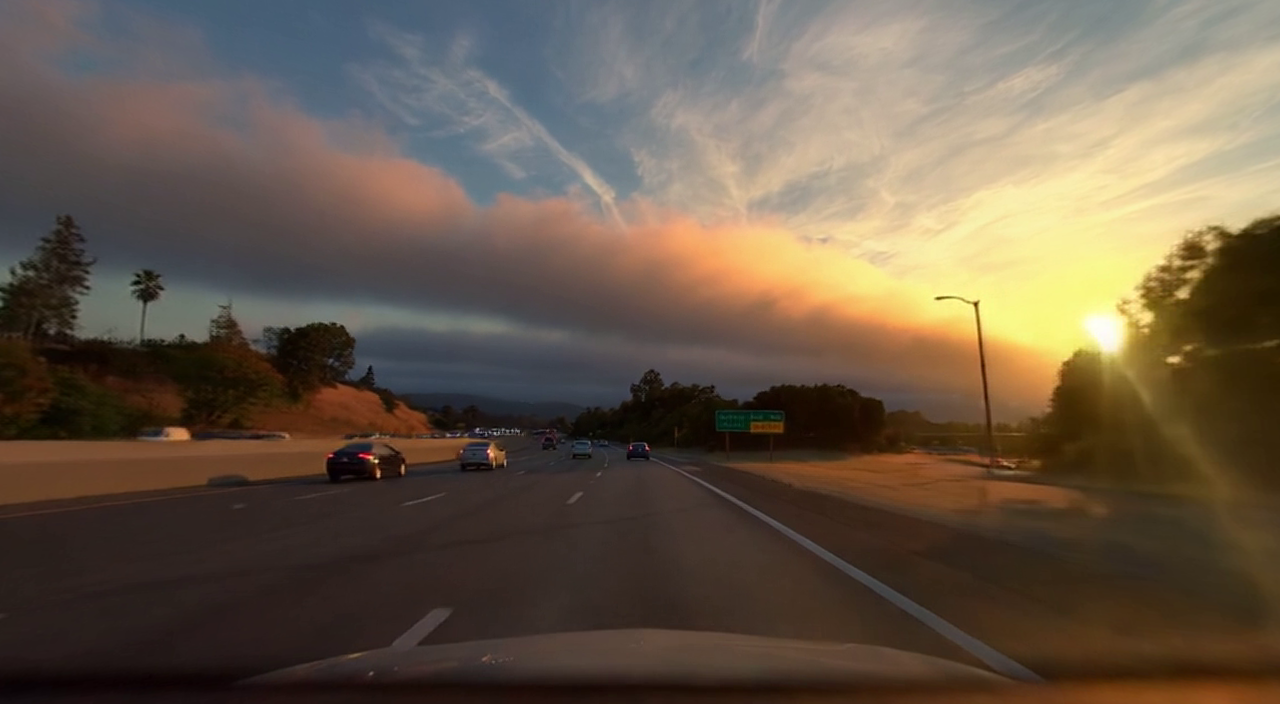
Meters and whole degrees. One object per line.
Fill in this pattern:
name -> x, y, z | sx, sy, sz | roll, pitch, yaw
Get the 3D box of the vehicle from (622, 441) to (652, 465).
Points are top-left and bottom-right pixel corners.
vehicle -> -0.258, 6.599, 41.312 | 1.881, 1.460, 3.694 | 0, -8, -2

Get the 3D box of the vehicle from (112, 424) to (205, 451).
vehicle -> -33.882, 6.059, 44.606 | 2.162, 1.766, 5.668 | 0, -8, -1

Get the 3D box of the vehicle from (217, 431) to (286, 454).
vehicle -> -26.175, 6.124, 42.713 | 1.902, 1.473, 4.341 | 0, -8, 0

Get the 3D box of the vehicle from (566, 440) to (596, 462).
vehicle -> -4.540, 7.694, 49.211 | 1.991, 1.610, 4.606 | 0, -8, -1

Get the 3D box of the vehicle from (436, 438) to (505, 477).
vehicle -> -7.654, 4.785, 28.911 | 2.086, 1.628, 4.039 | 0, -8, -1

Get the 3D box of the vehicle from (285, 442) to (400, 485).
vehicle -> -11.145, 4.185, 24.106 | 1.935, 1.474, 5.033 | 0, -8, 0
